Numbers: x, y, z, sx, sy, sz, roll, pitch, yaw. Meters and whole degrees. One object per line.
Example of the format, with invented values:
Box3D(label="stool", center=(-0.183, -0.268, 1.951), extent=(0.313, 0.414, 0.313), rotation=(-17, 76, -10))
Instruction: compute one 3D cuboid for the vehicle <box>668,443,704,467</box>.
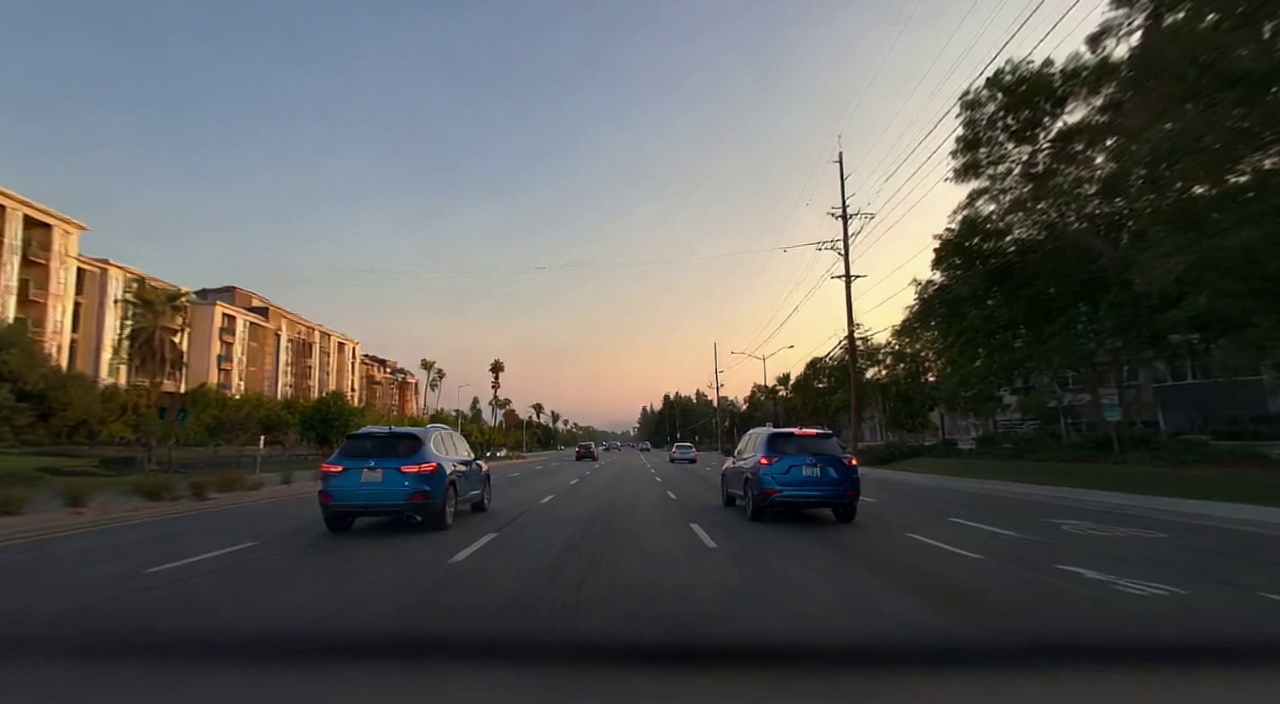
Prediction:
Box3D(label="vehicle", center=(2.971, 6.809, 41.804), extent=(1.981, 1.472, 3.923), rotation=(0, -9, -2))

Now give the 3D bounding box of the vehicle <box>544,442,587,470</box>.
Box3D(label="vehicle", center=(-4.245, 6.016, 36.601), extent=(2.040, 1.482, 4.121), rotation=(0, -9, 0))

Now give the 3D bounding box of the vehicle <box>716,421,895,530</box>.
Box3D(label="vehicle", center=(2.894, 2.279, 12.165), extent=(2.198, 1.706, 4.166), rotation=(0, -9, -1))

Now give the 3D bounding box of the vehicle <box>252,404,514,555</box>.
Box3D(label="vehicle", center=(-3.603, 1.911, 10.108), extent=(2.169, 1.796, 4.821), rotation=(0, -9, 0))
